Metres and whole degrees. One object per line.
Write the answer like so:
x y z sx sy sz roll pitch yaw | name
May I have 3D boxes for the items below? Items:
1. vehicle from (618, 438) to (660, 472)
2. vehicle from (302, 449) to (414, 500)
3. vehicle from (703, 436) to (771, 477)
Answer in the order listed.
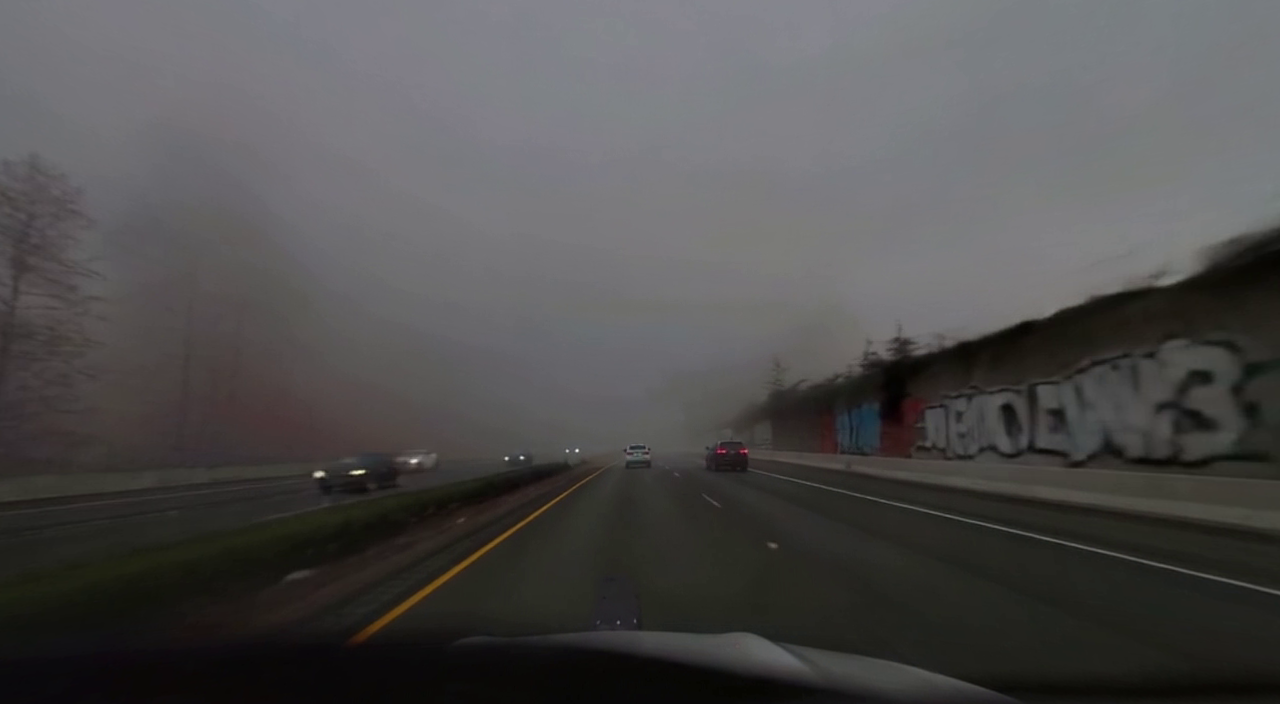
-0.086 5.496 33.519 2.095 1.671 4.219 0 -9 -1 | vehicle
-9.358 4.046 21.222 1.853 1.505 4.218 -1 -9 0 | vehicle
4.137 4.528 27.356 2.303 1.614 4.154 -1 -9 0 | vehicle
